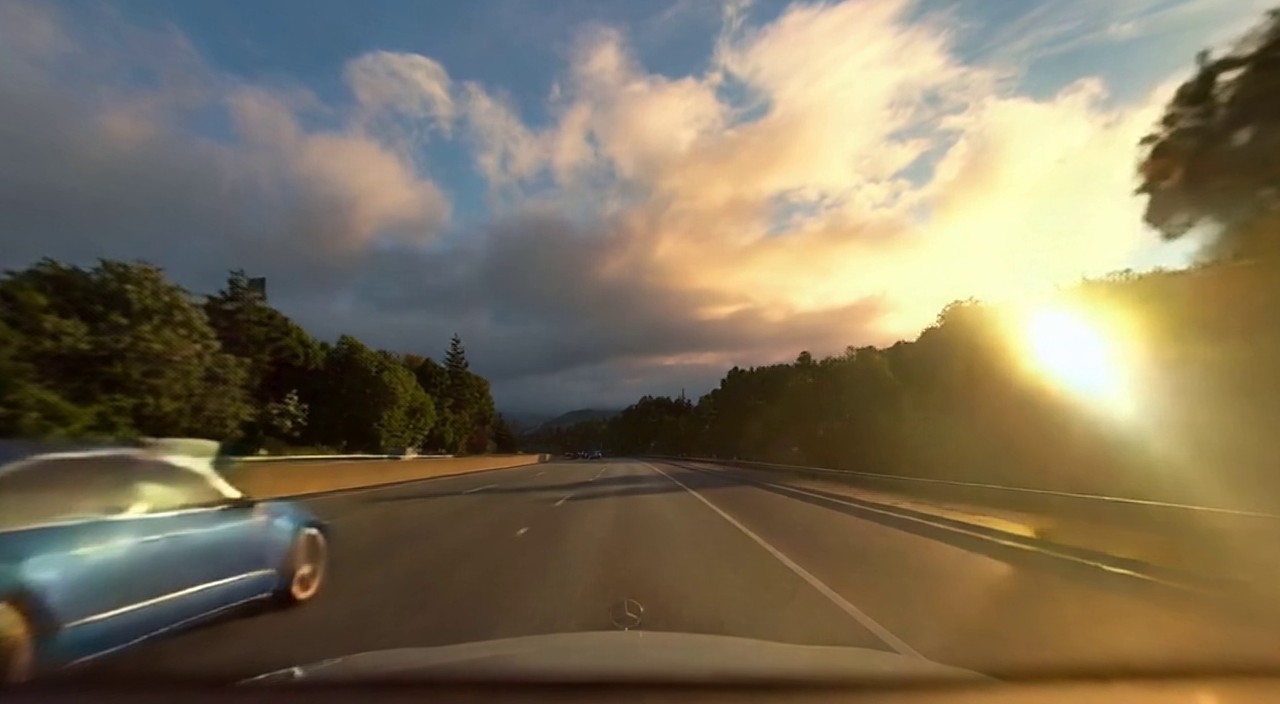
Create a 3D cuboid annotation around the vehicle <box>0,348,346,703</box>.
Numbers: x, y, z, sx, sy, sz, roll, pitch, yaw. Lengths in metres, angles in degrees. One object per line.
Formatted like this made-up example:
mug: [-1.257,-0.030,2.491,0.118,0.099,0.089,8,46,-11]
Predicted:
vehicle: [-3.483,0.880,2.563,2.279,1.683,4.726,0,-9,0]
